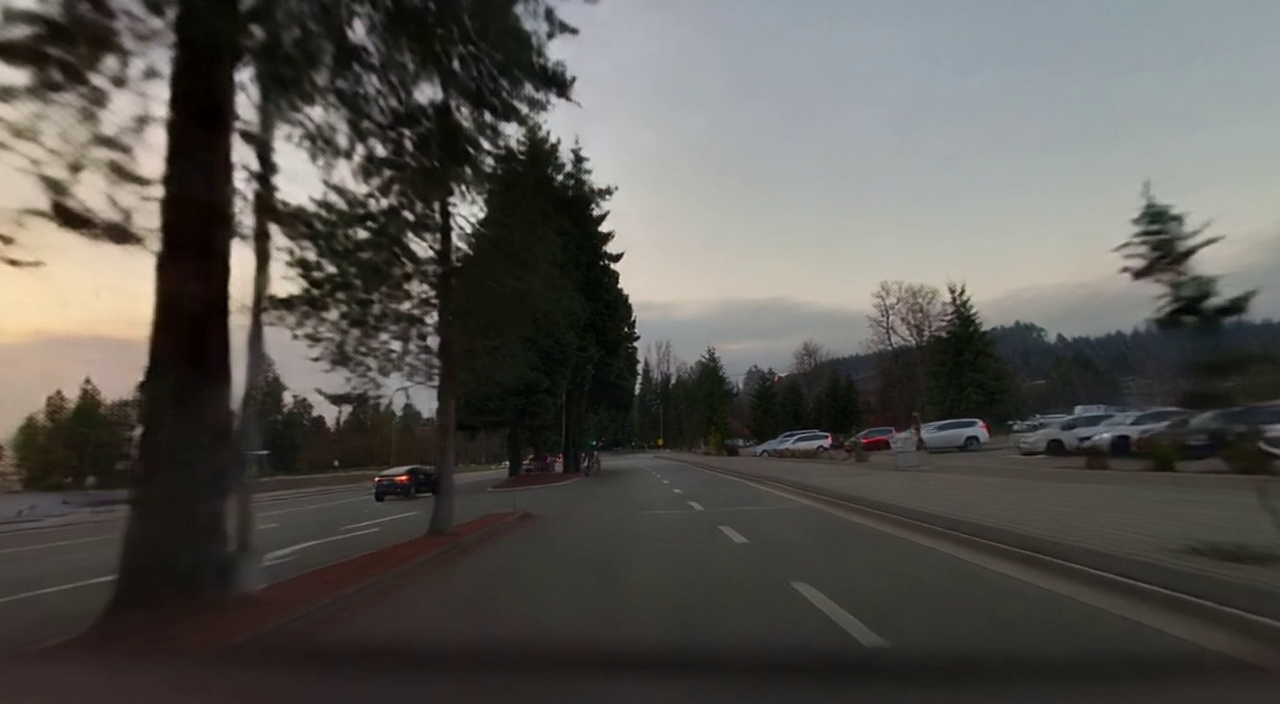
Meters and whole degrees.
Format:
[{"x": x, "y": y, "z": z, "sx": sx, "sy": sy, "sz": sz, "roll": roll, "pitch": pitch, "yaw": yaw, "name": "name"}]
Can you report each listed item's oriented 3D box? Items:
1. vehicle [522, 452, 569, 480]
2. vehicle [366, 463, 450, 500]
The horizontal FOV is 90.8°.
[{"x": -6.123, "y": 7.460, "z": 41.551, "sx": 2.049, "sy": 1.699, "sz": 4.860, "roll": -1, "pitch": -9, "yaw": 4, "name": "vehicle"}, {"x": -11.110, "y": 6.214, "z": 30.692, "sx": 1.886, "sy": 1.535, "sz": 4.742, "roll": -1, "pitch": -9, "yaw": 6, "name": "vehicle"}]
